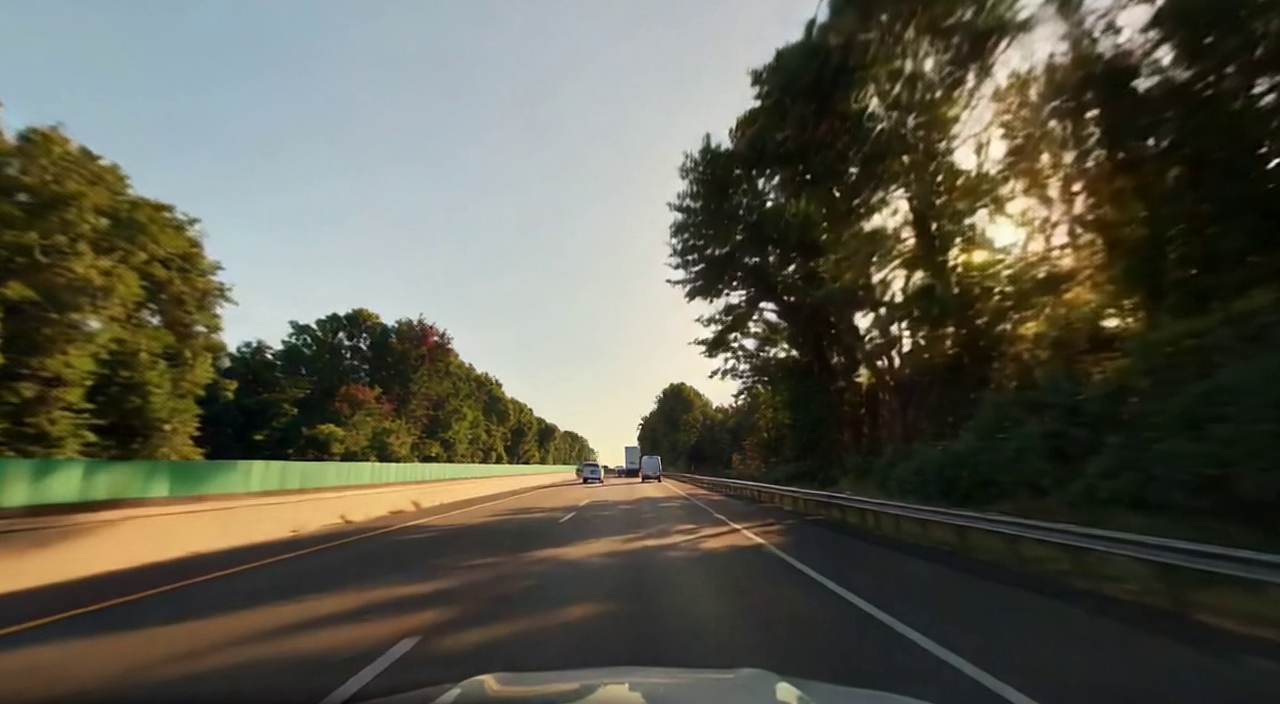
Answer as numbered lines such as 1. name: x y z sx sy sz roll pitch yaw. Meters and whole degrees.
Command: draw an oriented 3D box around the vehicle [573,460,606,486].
1. vehicle: -3.747 9.124 47.614 2.132 1.805 4.257 1 -11 0
